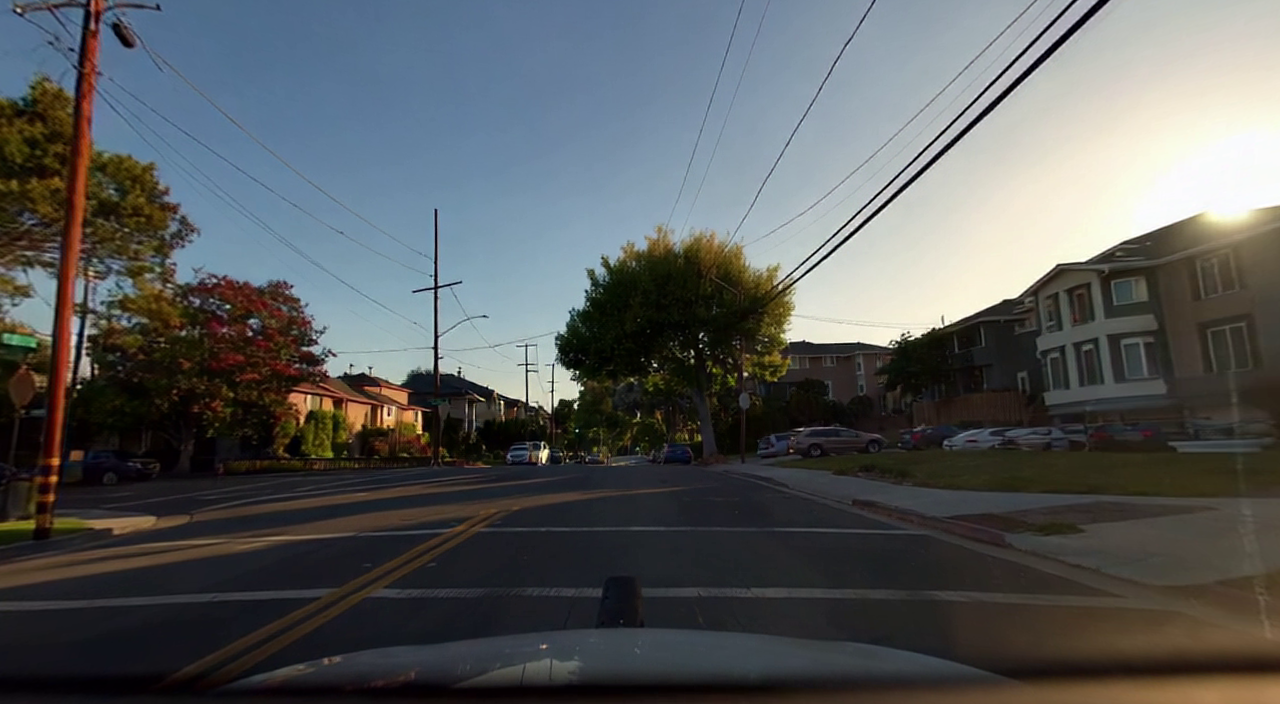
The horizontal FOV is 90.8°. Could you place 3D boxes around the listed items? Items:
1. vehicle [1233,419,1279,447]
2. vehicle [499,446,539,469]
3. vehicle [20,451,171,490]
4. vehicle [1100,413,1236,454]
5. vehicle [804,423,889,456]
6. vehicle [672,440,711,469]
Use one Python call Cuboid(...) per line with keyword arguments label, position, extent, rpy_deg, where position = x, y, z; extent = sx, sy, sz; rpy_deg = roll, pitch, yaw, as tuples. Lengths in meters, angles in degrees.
Cuboid(label="vehicle", position=(33.084, 4.233, 32.938), extent=(3.433, 1.389, 1.683), rpy_deg=(3, -8, -22))
Cuboid(label="vehicle", position=(-8.536, 7.434, 44.807), extent=(2.066, 1.472, 4.353), rpy_deg=(0, -8, -1))
Cuboid(label="vehicle", position=(-22.299, 4.855, 26.022), extent=(4.424, 1.486, 1.814), rpy_deg=(0, -8, -2))
Cuboid(label="vehicle", position=(22.397, 3.503, 26.902), extent=(4.002, 1.505, 2.061), rpy_deg=(-1, -10, -5))
Cuboid(label="vehicle", position=(11.207, 4.754, 34.134), extent=(4.509, 1.664, 1.981), rpy_deg=(6, -10, -35))
Cuboid(label="vehicle", position=(3.256, 6.575, 40.762), extent=(1.993, 1.755, 4.256), rpy_deg=(0, -8, -2))
